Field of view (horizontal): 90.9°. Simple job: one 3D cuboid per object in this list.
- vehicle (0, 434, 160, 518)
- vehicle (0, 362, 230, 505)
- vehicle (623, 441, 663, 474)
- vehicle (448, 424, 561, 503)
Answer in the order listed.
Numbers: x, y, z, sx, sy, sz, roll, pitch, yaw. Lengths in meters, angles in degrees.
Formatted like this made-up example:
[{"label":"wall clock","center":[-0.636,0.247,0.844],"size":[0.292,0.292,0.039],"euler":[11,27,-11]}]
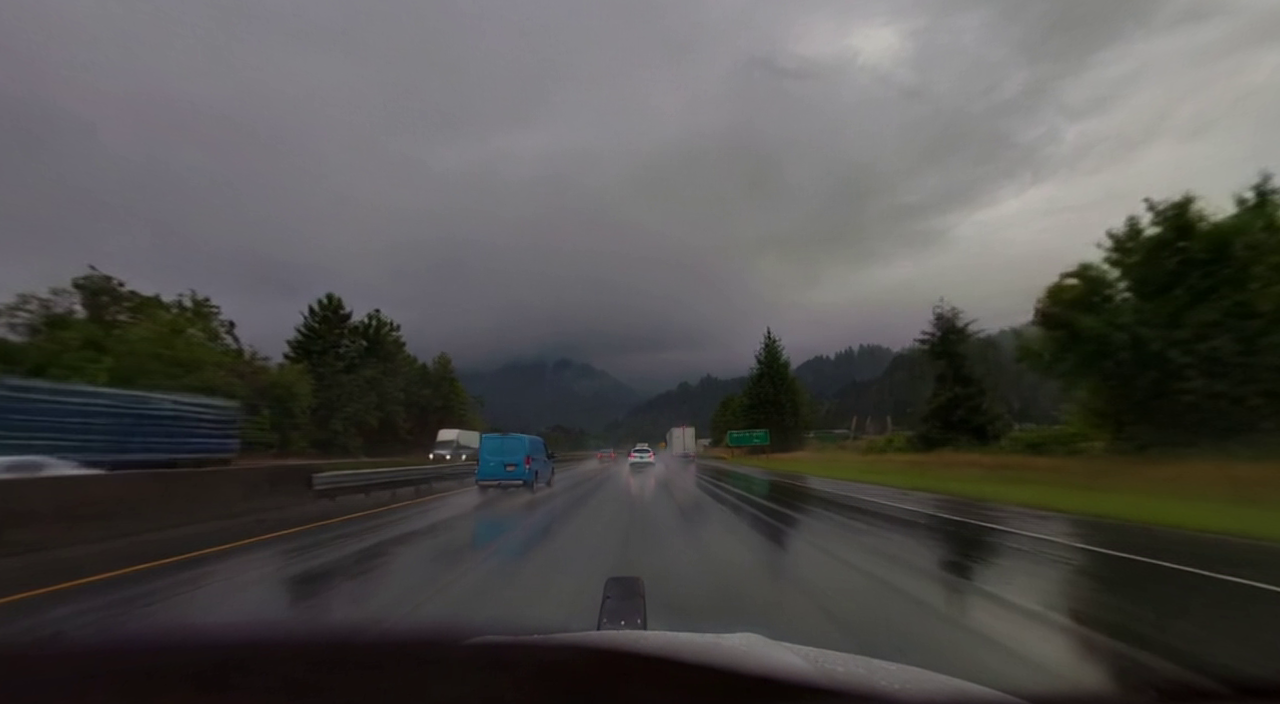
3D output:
[{"label":"vehicle","center":[-15.061,3.076,16.100],"size":[1.871,1.823,4.704],"euler":[0,-9,-1]},{"label":"vehicle","center":[-19.828,2.749,20.674],"size":[2.991,4.059,14.361],"euler":[0,-9,0]},{"label":"vehicle","center":[0.171,6.255,37.405],"size":[2.209,1.825,4.036],"euler":[0,-9,0]},{"label":"vehicle","center":[-3.794,3.254,18.705],"size":[2.167,1.991,5.062],"euler":[0,-9,1]}]
